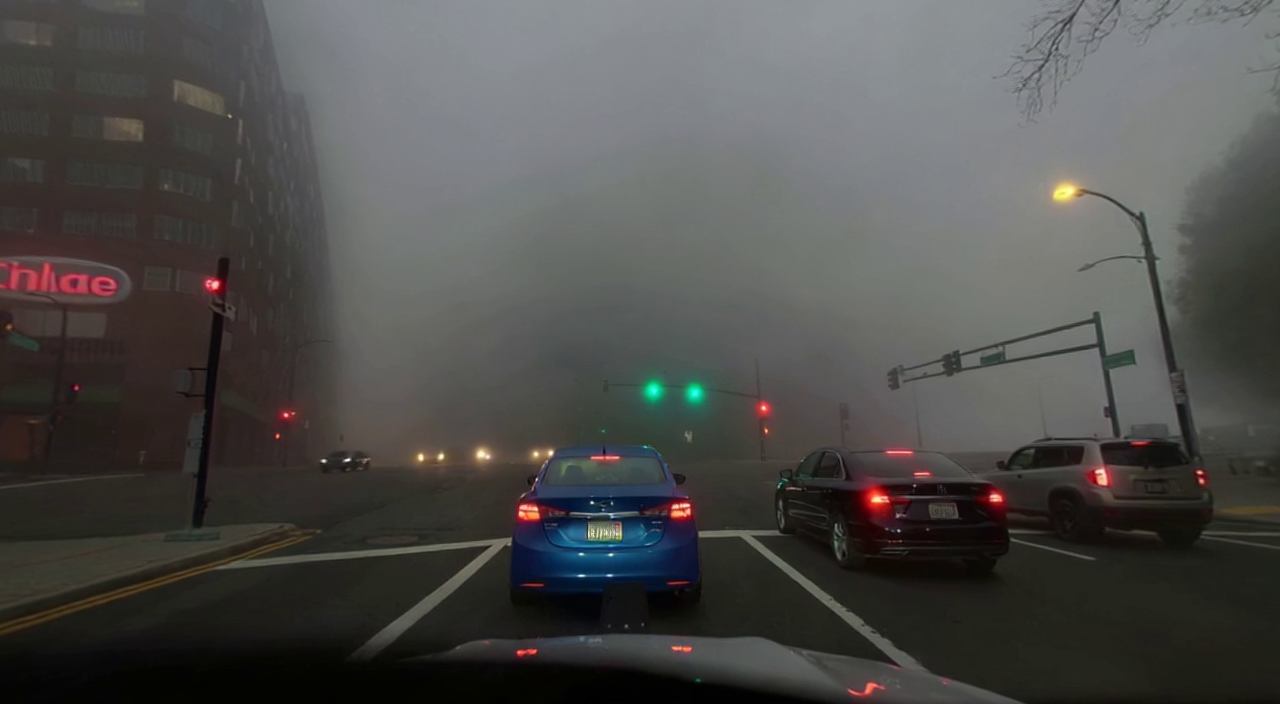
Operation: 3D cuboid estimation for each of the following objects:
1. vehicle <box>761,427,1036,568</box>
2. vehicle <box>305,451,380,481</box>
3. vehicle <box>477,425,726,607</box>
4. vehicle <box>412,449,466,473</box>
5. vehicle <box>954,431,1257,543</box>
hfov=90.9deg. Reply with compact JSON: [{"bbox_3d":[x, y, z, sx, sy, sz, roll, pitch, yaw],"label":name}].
[{"bbox_3d":[3.221,1.887,8.971,2.042,1.508,4.109,0,-8,-2],"label":"vehicle"},{"bbox_3d":[-16.653,6.383,35.555,2.048,1.463,4.530,0,-8,-1],"label":"vehicle"},{"bbox_3d":[-0.363,1.653,7.290,2.059,1.477,3.988,0,-8,-1],"label":"vehicle"},{"bbox_3d":[-13.033,7.079,41.176,2.049,1.483,4.407,0,-8,0],"label":"vehicle"},{"bbox_3d":[7.450,2.163,10.786,1.908,1.517,4.182,0,-8,-1],"label":"vehicle"}]
